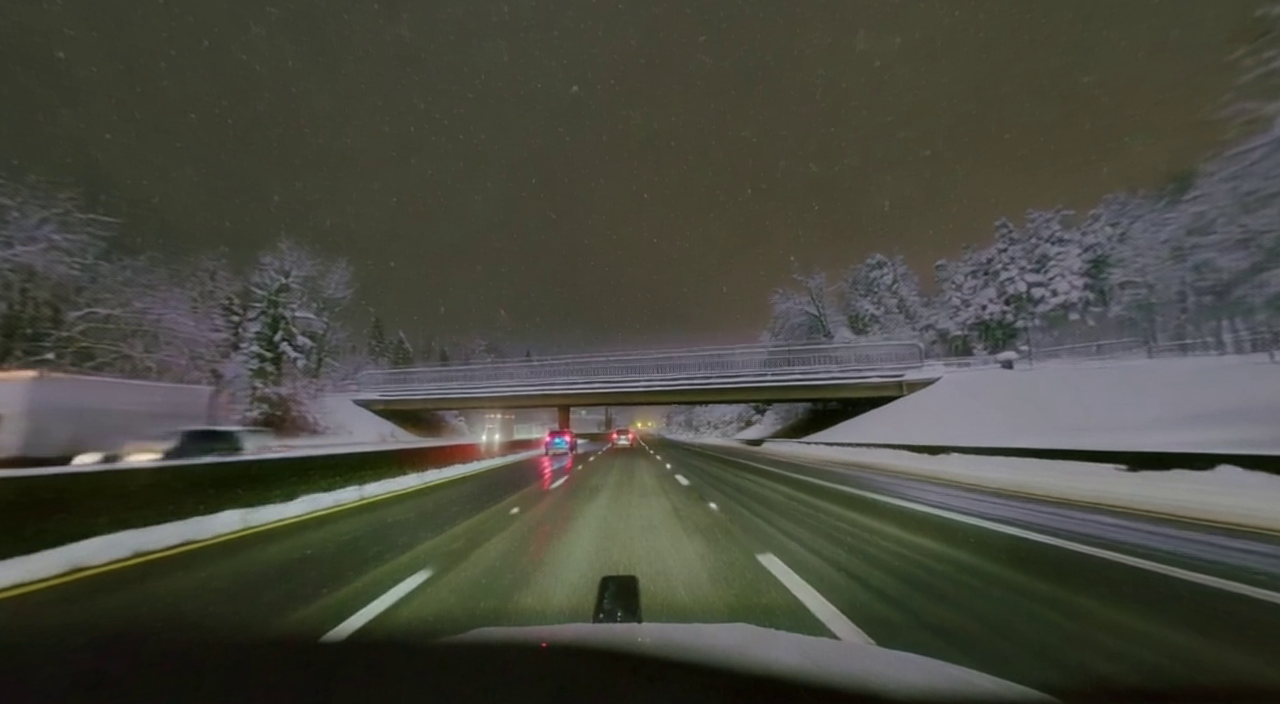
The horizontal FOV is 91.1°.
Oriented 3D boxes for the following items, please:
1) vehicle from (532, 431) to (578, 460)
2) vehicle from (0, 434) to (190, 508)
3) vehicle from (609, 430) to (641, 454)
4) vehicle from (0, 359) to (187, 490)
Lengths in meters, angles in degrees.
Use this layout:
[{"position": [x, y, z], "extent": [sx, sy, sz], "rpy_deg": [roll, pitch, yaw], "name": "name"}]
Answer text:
[{"position": [-4.792, 5.342, 36.209], "extent": [2.017, 1.537, 4.496], "rpy_deg": [0, -8, 0], "name": "vehicle"}, {"position": [-12.843, 2.656, 14.612], "extent": [1.875, 1.479, 3.819], "rpy_deg": [0, -8, 0], "name": "vehicle"}, {"position": [-1.018, 6.302, 44.170], "extent": [2.116, 1.625, 4.004], "rpy_deg": [0, -8, 0], "name": "vehicle"}, {"position": [-20.496, 2.531, 21.447], "extent": [2.968, 3.835, 9.465], "rpy_deg": [0, -8, 0], "name": "vehicle"}]
